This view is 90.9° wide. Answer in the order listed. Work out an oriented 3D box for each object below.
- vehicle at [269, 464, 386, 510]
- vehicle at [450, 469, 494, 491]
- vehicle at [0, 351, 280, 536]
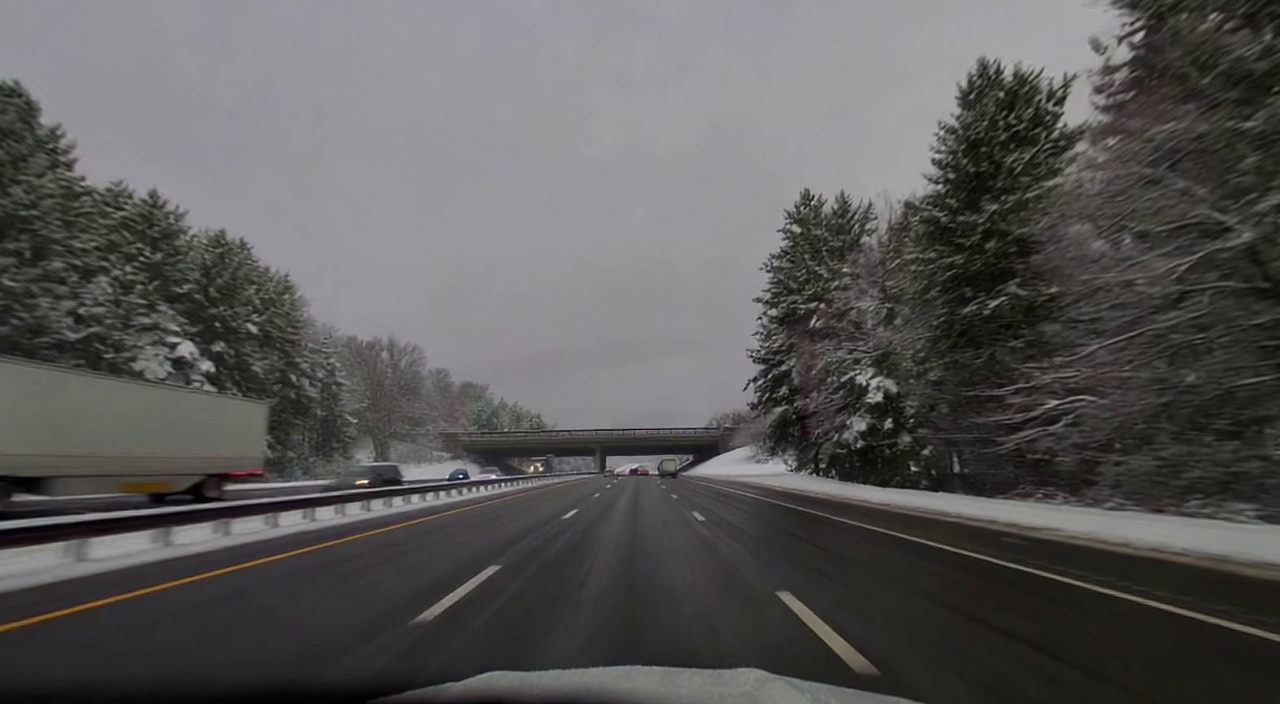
[{"bbox_3d":[-11.423,4.969,23.462,1.967,1.477,4.585,1,-10,0],"label":"vehicle"},{"bbox_3d":[-11.882,9.098,44.873,1.872,1.435,4.267,1,-11,1],"label":"vehicle"},{"bbox_3d":[-15.879,2.714,17.805,2.910,4.087,14.268,1,-10,0],"label":"vehicle"}]
